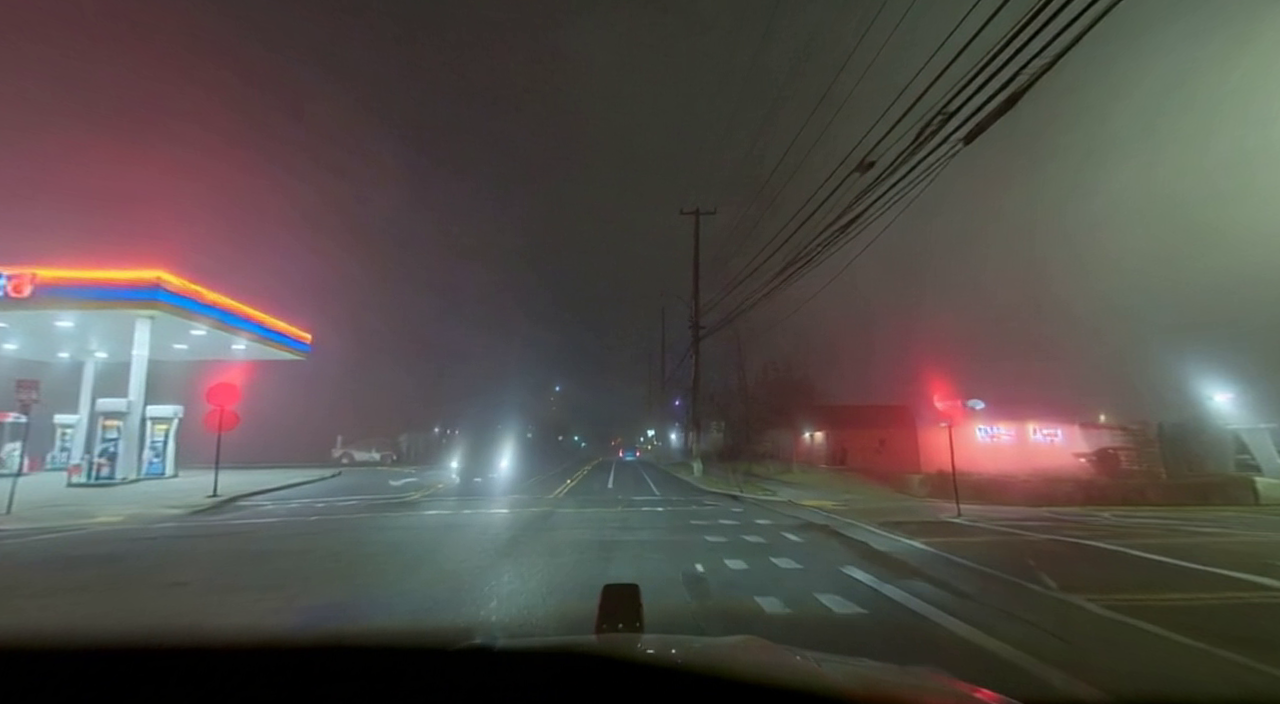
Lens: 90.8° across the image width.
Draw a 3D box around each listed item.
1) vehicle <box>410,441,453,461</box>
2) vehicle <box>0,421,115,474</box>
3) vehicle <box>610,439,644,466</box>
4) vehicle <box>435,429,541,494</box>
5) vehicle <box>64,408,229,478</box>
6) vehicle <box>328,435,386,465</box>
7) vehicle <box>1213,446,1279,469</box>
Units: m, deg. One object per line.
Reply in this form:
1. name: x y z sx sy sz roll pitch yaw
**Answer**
1. vehicle: -15.758 7.521 47.939 1.947 1.435 4.606 0 -8 -3
2. vehicle: -20.361 3.235 21.249 1.913 1.591 4.374 2 -10 -7
3. vehicle: -0.909 6.581 41.557 2.000 1.663 4.271 1 -8 -3
4. vehicle: -4.741 3.484 20.552 2.274 1.844 4.843 0 -8 -1
5. vehicle: -18.026 3.390 23.491 2.499 2.309 4.613 0 -9 -3
6. vehicle: -18.110 6.298 40.672 1.890 1.761 4.578 1 -8 -4
7. vehicle: 43.014 7.307 43.920 1.826 1.508 4.639 1 -9 -2
